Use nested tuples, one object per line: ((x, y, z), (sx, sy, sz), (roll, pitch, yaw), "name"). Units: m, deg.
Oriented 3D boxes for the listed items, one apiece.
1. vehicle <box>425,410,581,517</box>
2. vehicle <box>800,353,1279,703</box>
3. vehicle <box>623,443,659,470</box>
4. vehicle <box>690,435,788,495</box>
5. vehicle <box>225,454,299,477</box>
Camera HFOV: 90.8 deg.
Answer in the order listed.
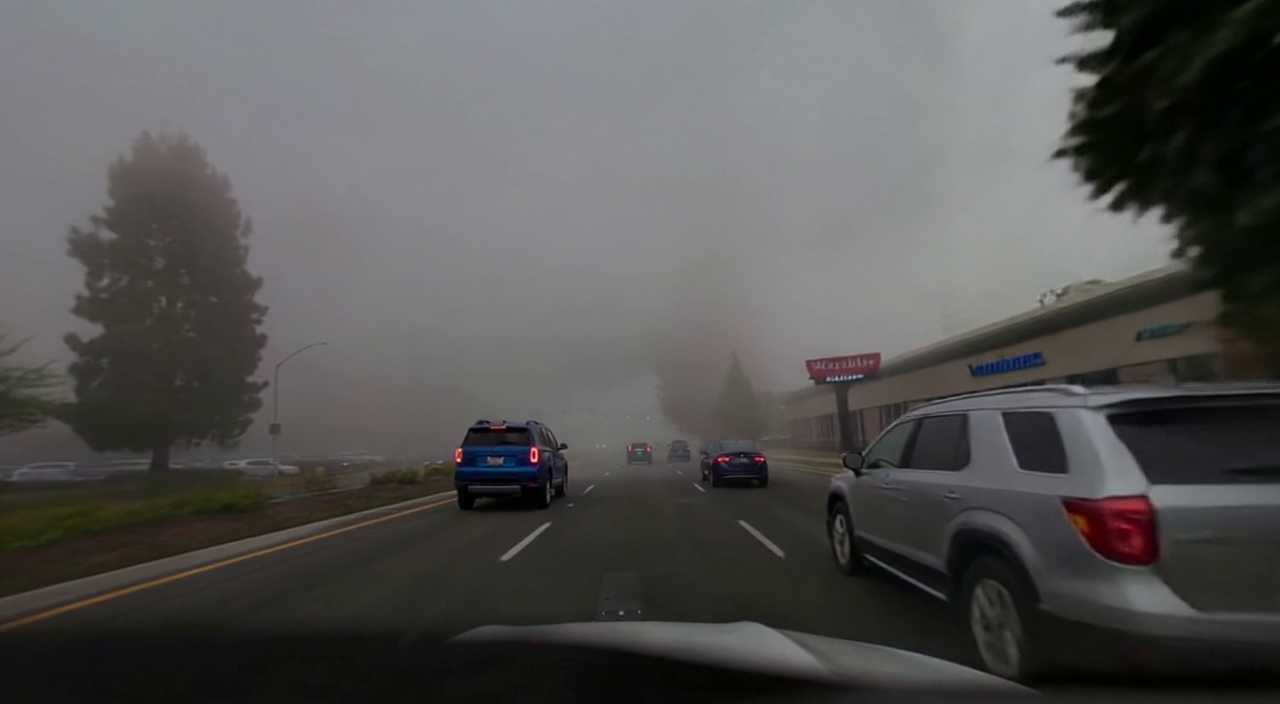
((-2.890, 2.547, 14.897), (2.368, 2.037, 5.319), (0, -9, 1), "vehicle")
((2.856, 1.182, 4.873), (2.018, 1.719, 4.369), (0, -9, -1), "vehicle")
((0.043, 6.152, 37.375), (2.008, 1.464, 4.052), (0, -9, -1), "vehicle")
((2.845, 3.406, 19.407), (2.174, 1.596, 4.779), (0, -9, -1), "vehicle")
((-28.735, 8.639, 48.094), (4.441, 1.625, 1.916), (-1, -9, 3), "vehicle")
